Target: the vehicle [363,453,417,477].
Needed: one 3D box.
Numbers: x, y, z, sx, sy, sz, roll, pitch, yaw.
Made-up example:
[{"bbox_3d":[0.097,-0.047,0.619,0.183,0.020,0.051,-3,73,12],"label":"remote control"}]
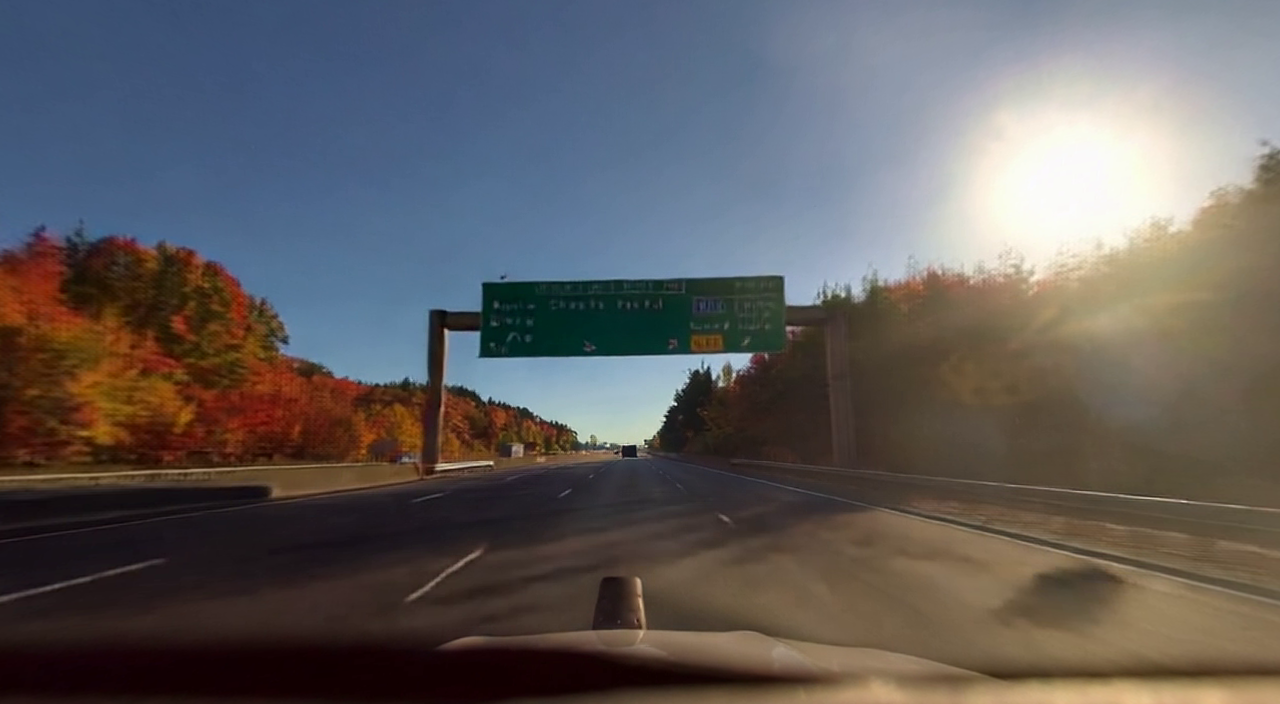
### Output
[{"bbox_3d":[-16.566,7.491,41.738,1.784,1.478,4.263,0,-9,0],"label":"vehicle"}]
